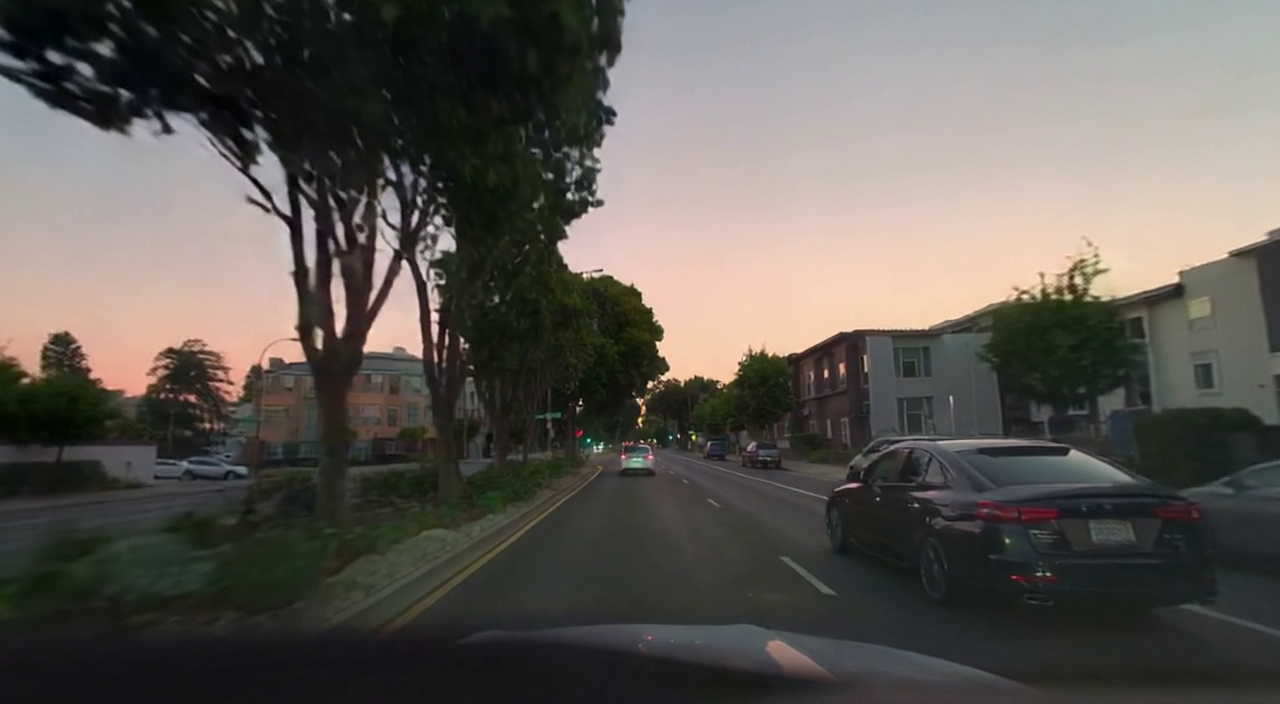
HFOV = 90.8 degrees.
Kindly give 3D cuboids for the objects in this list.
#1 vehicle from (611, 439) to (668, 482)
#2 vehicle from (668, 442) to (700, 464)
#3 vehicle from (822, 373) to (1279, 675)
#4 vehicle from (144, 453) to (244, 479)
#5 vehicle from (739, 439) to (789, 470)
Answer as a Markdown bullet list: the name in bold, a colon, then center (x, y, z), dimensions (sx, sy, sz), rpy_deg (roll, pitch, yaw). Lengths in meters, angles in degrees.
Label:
- **vehicle**: center (-0.042, 4.136, 24.346), dimensions (2.006, 1.487, 3.535), rpy_deg (0, -9, -1)
- **vehicle**: center (3.161, 7.357, 46.210), dimensions (1.910, 1.474, 4.003), rpy_deg (0, -9, -2)
- **vehicle**: center (3.279, 1.285, 5.733), dimensions (1.949, 1.723, 4.020), rpy_deg (0, -9, -1)
- **vehicle**: center (-27.824, 7.100, 39.497), dimensions (4.732, 1.497, 2.077), rpy_deg (-1, -9, 2)
- **vehicle**: center (7.435, 6.212, 38.389), dimensions (2.115, 1.739, 4.528), rpy_deg (0, -9, 0)
